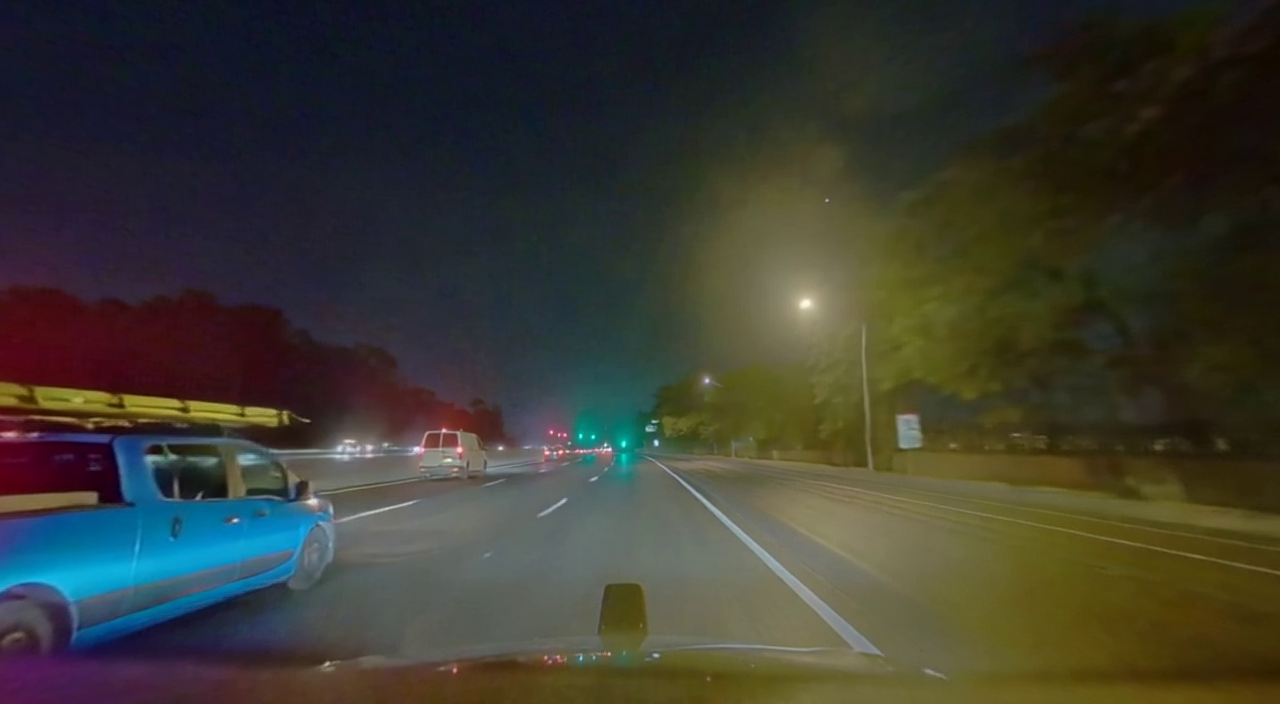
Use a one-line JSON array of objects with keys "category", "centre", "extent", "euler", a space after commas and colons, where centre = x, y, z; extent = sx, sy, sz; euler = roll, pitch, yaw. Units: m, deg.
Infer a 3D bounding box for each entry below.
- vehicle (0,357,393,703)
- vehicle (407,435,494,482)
[{"category": "vehicle", "centre": [-3.651, 1.112, 4.179], "extent": [2.040, 1.679, 4.865], "euler": [0, -9, 0]}, {"category": "vehicle", "centre": [-7.680, 4.349, 26.071], "extent": [2.093, 1.752, 4.771], "euler": [0, -9, 0]}]
